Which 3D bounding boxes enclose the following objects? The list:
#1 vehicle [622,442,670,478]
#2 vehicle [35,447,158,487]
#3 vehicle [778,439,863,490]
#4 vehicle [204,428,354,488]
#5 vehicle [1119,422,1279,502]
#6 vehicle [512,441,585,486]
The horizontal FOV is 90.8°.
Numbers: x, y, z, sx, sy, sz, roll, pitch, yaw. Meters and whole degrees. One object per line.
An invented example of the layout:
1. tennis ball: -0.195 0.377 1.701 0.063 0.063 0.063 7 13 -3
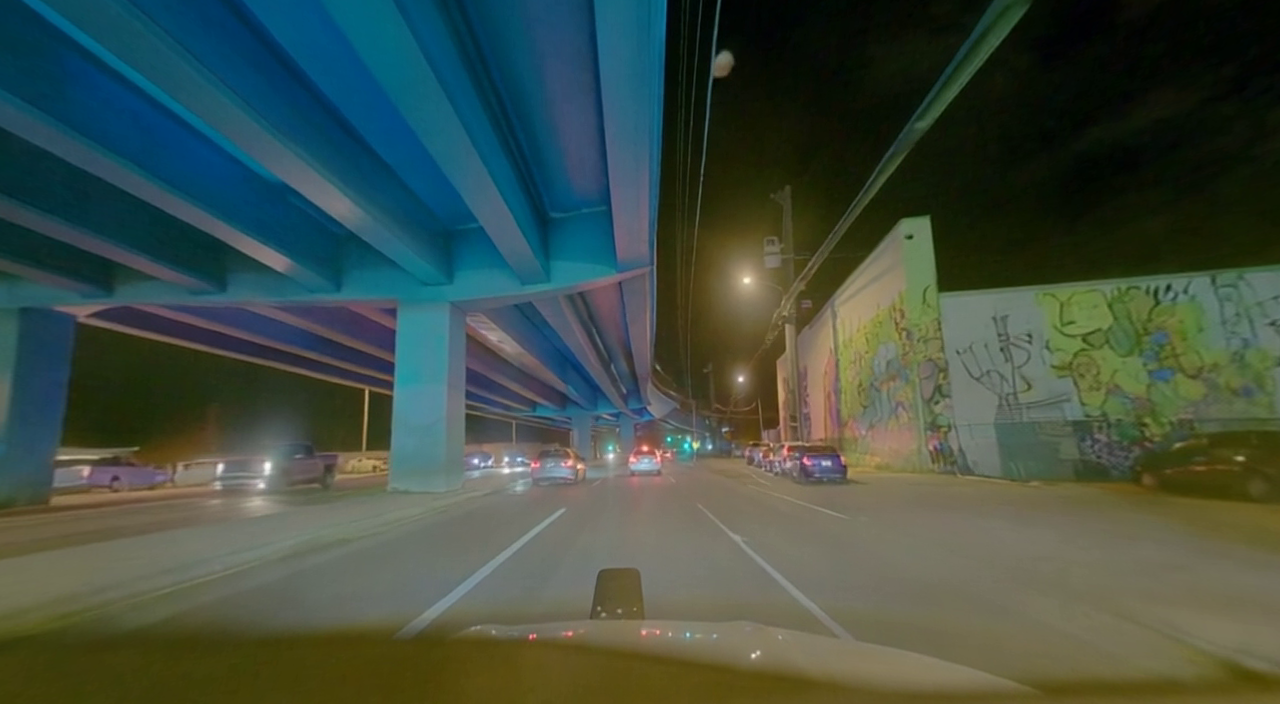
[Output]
1. vehicle: 0.284 5.125 30.278 2.155 1.571 3.734 -1 -9 1
2. vehicle: -28.459 6.011 33.346 2.174 1.824 4.764 1 -8 0
3. vehicle: 6.275 3.945 22.444 2.023 1.627 3.971 0 -9 3
4. vehicle: -17.602 5.245 31.535 3.082 2.608 6.994 -1 -9 3
5. vehicle: 13.518 2.453 14.277 1.885 1.534 4.690 0 -9 3
6. vehicle: -3.388 4.240 24.335 2.024 1.533 4.549 -1 -9 2
